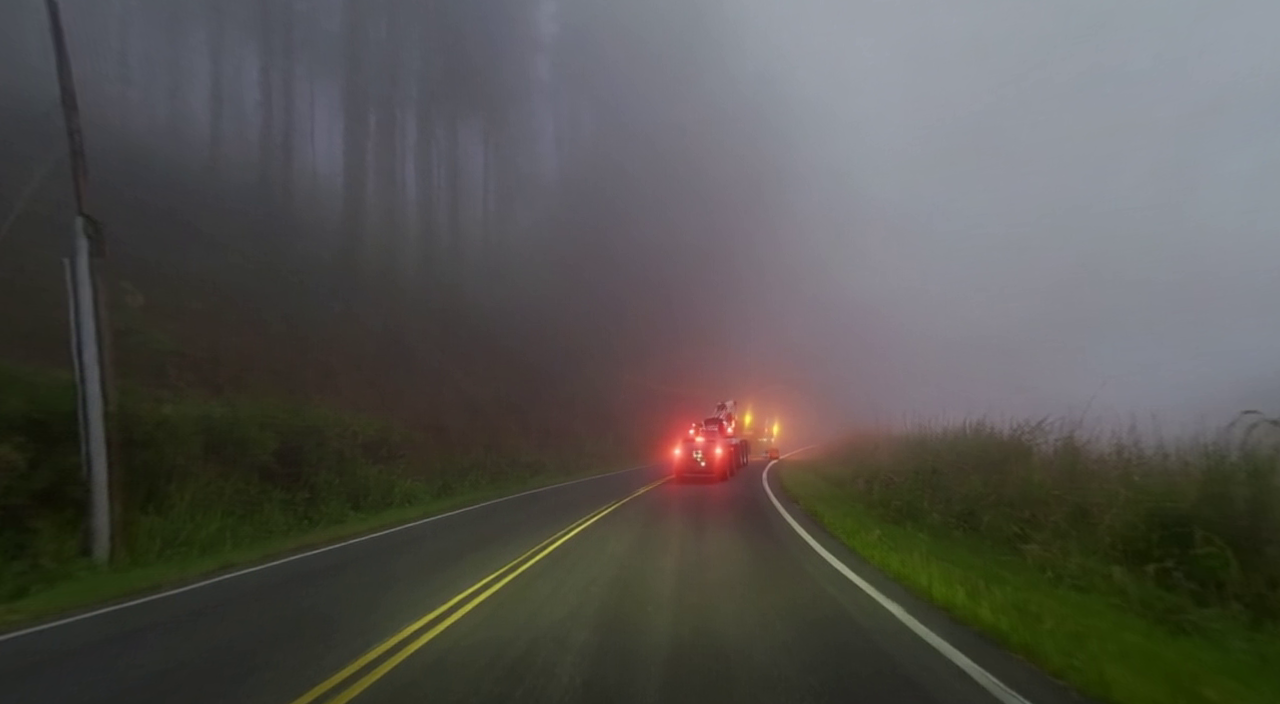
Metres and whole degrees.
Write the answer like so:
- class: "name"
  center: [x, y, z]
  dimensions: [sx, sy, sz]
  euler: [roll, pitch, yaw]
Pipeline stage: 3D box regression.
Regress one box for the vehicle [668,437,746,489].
- class: "vehicle"
  center: [2.161, 3.497, 20.161]
  dimensions: [2.196, 1.465, 4.294]
  euler: [-1, -8, 7]
